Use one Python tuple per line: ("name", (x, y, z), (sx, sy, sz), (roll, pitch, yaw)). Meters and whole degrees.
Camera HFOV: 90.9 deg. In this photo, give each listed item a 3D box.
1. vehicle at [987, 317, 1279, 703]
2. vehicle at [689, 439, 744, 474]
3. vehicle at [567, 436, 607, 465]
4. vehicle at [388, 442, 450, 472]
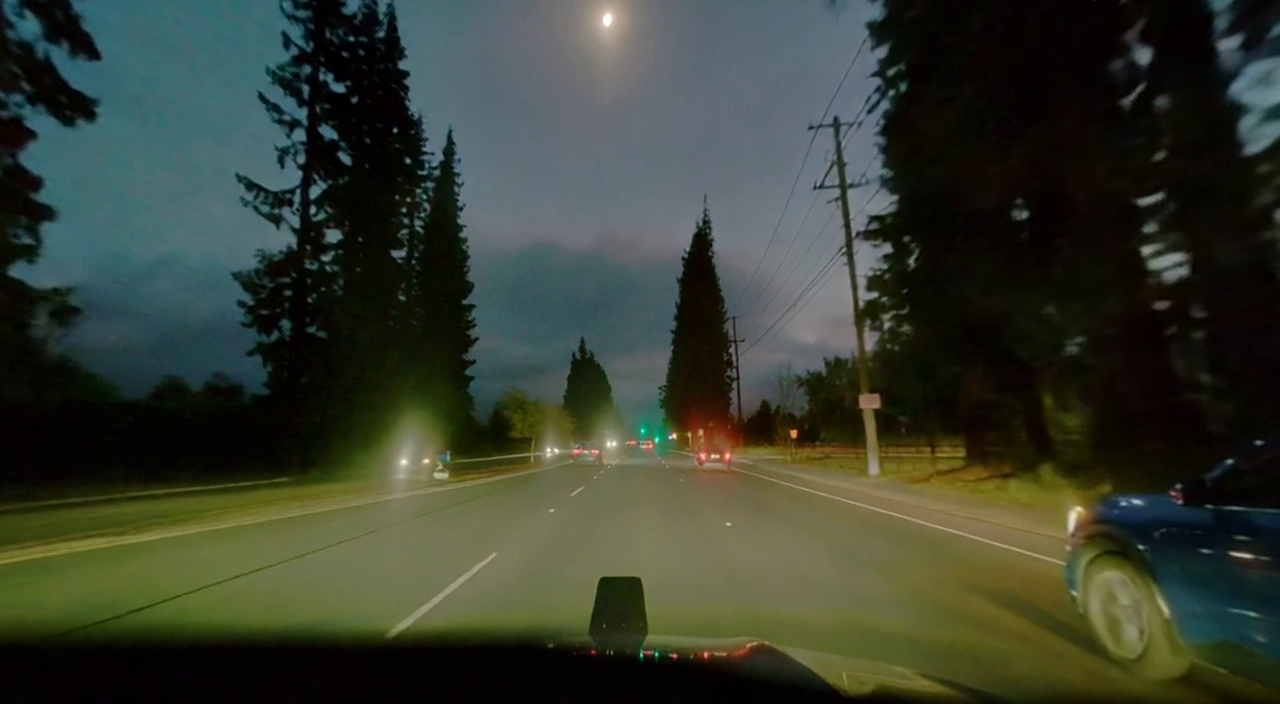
("vehicle", (3.370, 0.702, 1.861), (2.182, 1.744, 4.464), (0, -8, 1))
("vehicle", (3.442, 4.768, 29.052), (1.906, 1.468, 4.422), (0, -8, -1))
("vehicle", (-3.263, 6.202, 39.892), (2.066, 1.725, 4.241), (0, -8, 1))
("vehicle", (-13.846, 6.592, 39.835), (2.168, 1.782, 4.746), (0, -8, 0))
